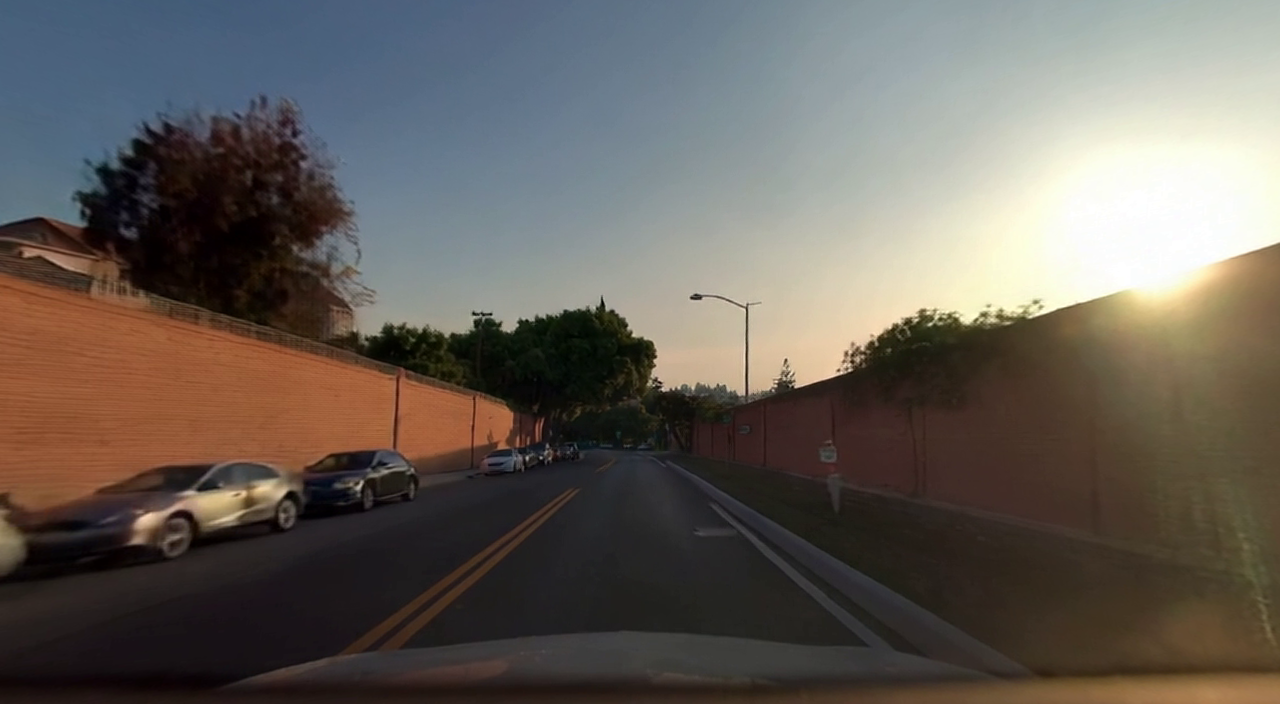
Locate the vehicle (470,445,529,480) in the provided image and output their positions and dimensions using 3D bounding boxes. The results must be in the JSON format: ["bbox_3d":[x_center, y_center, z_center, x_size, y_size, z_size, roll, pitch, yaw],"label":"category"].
[{"bbox_3d":[-6.999,5.523,31.856,1.989,1.485,4.218,1,-8,0],"label":"vehicle"}]

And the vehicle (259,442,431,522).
[{"bbox_3d":[-6.755,2.977,15.171,1.929,1.491,4.642,3,-8,-1],"label":"vehicle"}]

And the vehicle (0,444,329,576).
[{"bbox_3d":[-6.763,2.182,9.673,1.760,1.434,4.471,1,-8,-1],"label":"vehicle"}]
